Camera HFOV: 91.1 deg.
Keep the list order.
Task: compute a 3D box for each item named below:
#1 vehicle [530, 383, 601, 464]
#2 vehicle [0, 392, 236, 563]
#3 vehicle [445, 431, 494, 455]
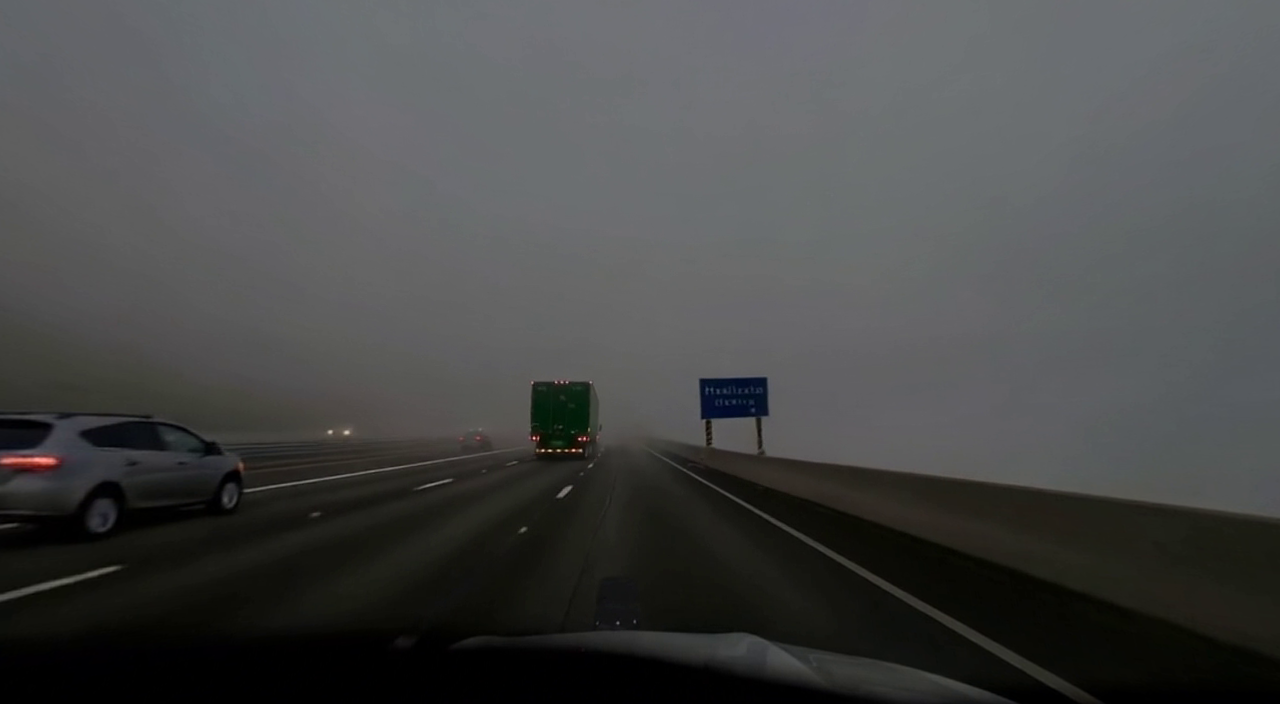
[{"bbox_3d":[-4.073,4.385,37.321,3.002,3.987,12.477,0,-8,-1],"label":"vehicle"},{"bbox_3d":[-7.430,1.440,7.704,2.075,1.691,4.431,0,-8,-2],"label":"vehicle"},{"bbox_3d":[-11.883,6.354,44.069,2.138,1.531,4.864,0,-8,-1],"label":"vehicle"}]
